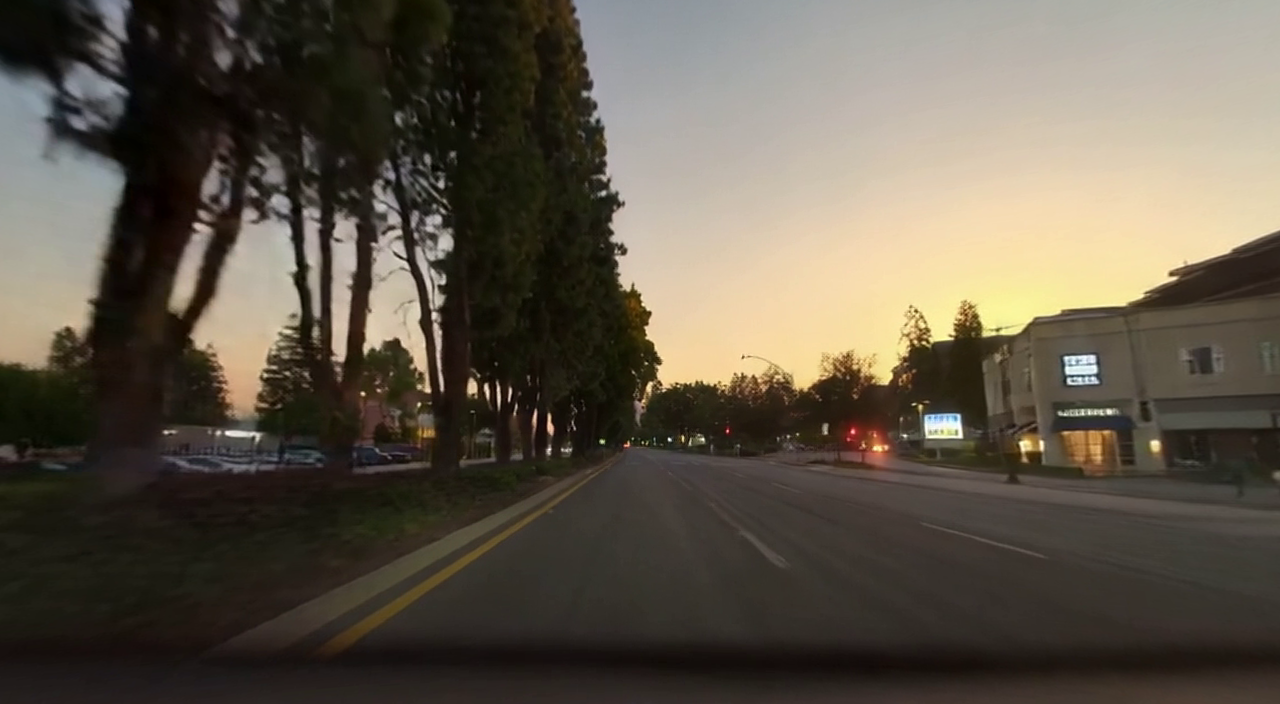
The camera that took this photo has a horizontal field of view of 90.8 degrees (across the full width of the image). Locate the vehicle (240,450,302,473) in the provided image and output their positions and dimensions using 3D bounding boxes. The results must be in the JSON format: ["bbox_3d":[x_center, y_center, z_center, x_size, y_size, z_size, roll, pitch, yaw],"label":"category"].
[{"bbox_3d":[-28.578,8.466,49.075,1.948,1.689,4.553,0,-8,2],"label":"vehicle"}]

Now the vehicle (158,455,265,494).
[{"bbox_3d":[-19.480,5.558,28.990,1.889,1.497,4.478,-3,-9,-2],"label":"vehicle"}]

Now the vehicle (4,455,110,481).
[{"bbox_3d":[-36.133,7.192,39.259,4.385,1.485,2.092,0,-9,-2],"label":"vehicle"}]

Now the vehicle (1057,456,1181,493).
[{"bbox_3d":[20.806,5.329,27.561,3.732,1.503,1.981,0,-10,-1],"label":"vehicle"}]
